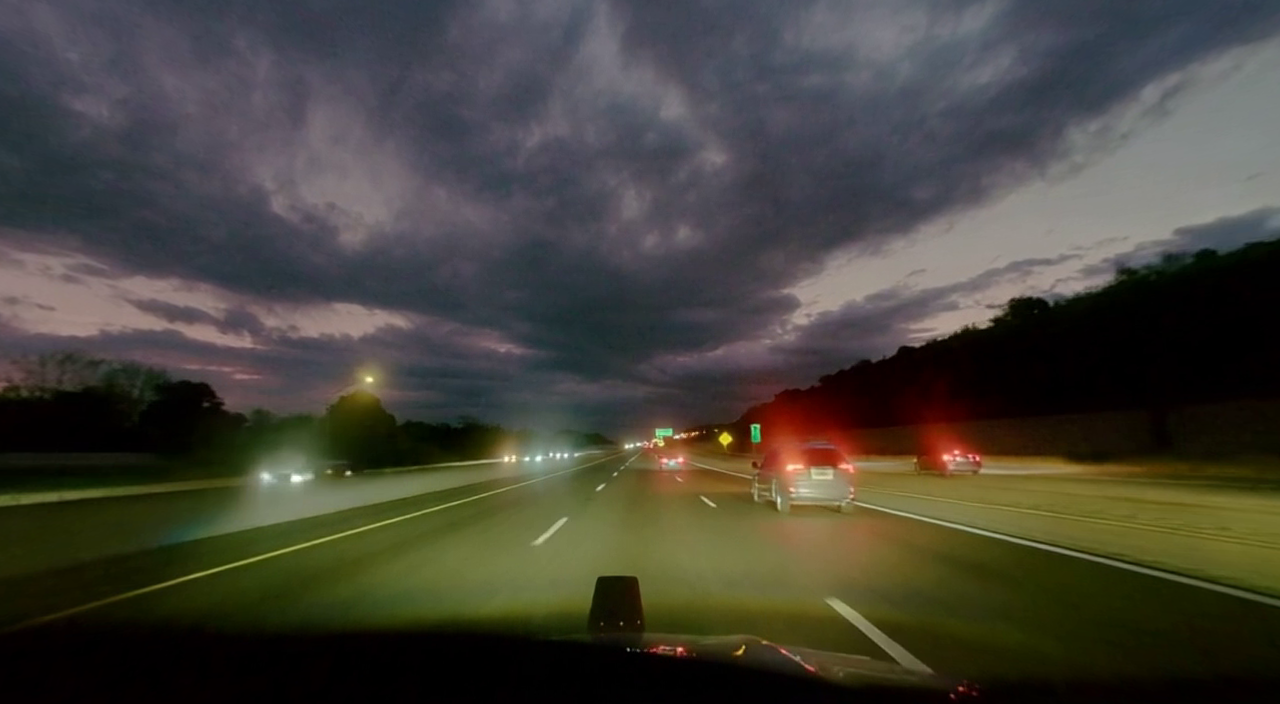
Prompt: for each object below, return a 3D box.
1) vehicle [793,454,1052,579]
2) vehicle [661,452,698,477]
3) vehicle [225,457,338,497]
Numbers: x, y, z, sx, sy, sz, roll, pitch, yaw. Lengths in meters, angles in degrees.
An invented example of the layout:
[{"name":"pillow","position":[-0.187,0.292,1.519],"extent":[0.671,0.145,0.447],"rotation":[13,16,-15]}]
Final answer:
[{"name":"vehicle","position":[3.518,2.076,8.645],"extent":[1.883,1.320,3.386],"rotation":[0,-9,-2]},{"name":"vehicle","position":[2.356,6.867,38.729],"extent":[2.065,1.400,4.028],"rotation":[0,-9,0]},{"name":"vehicle","position":[-15.059,5.243,26.815],"extent":[1.960,1.474,4.630],"rotation":[-1,-9,2]}]
